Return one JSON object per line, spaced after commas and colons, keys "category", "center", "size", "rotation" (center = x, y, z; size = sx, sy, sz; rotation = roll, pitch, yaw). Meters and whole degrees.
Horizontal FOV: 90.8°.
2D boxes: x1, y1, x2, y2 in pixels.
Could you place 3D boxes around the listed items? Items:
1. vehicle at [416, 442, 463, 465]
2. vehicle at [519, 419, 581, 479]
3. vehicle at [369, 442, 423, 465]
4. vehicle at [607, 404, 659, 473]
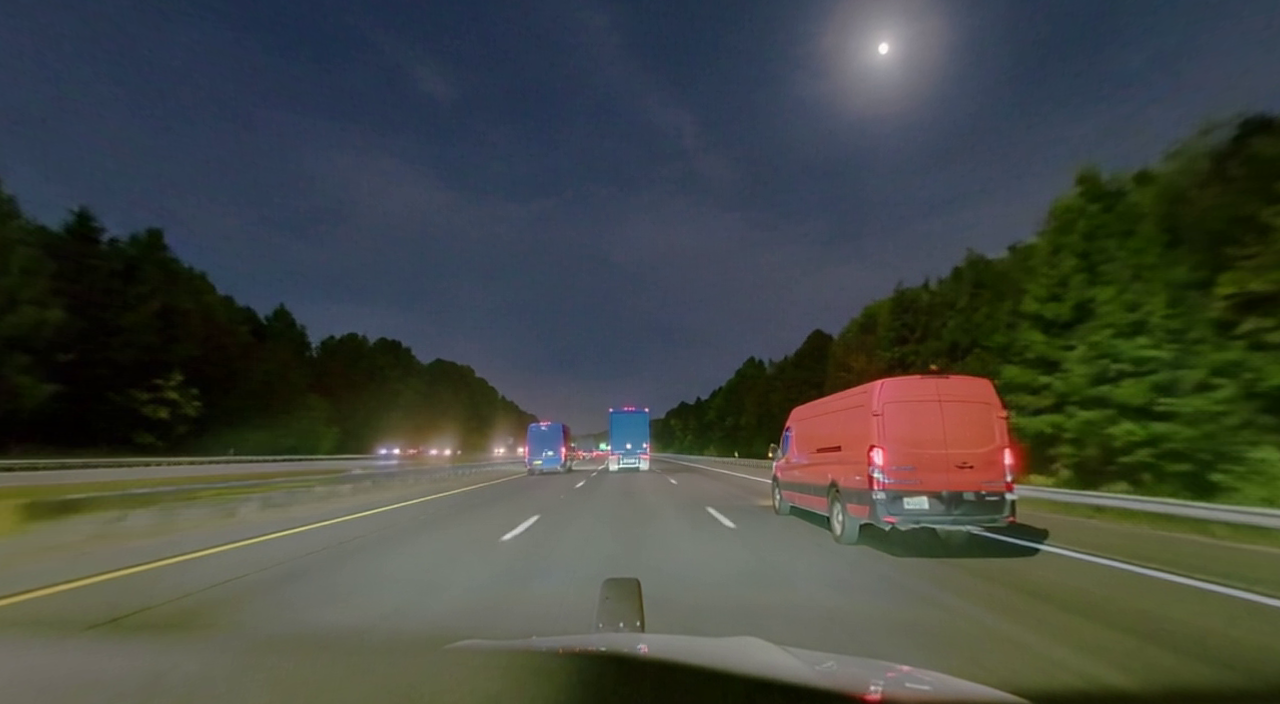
{"category": "vehicle", "center": [-13.671, 6.942, 43.158], "size": [1.867, 1.486, 4.002], "rotation": [0, -9, 0]}
{"category": "vehicle", "center": [-4.550, 5.070, 32.959], "size": [2.357, 2.786, 6.144], "rotation": [0, -9, -1]}
{"category": "vehicle", "center": [-17.230, 7.188, 44.788], "size": [1.977, 1.519, 4.809], "rotation": [0, -9, -1]}
{"category": "vehicle", "center": [-0.542, 5.864, 42.111], "size": [2.995, 4.036, 10.311], "rotation": [0, -9, -2]}
